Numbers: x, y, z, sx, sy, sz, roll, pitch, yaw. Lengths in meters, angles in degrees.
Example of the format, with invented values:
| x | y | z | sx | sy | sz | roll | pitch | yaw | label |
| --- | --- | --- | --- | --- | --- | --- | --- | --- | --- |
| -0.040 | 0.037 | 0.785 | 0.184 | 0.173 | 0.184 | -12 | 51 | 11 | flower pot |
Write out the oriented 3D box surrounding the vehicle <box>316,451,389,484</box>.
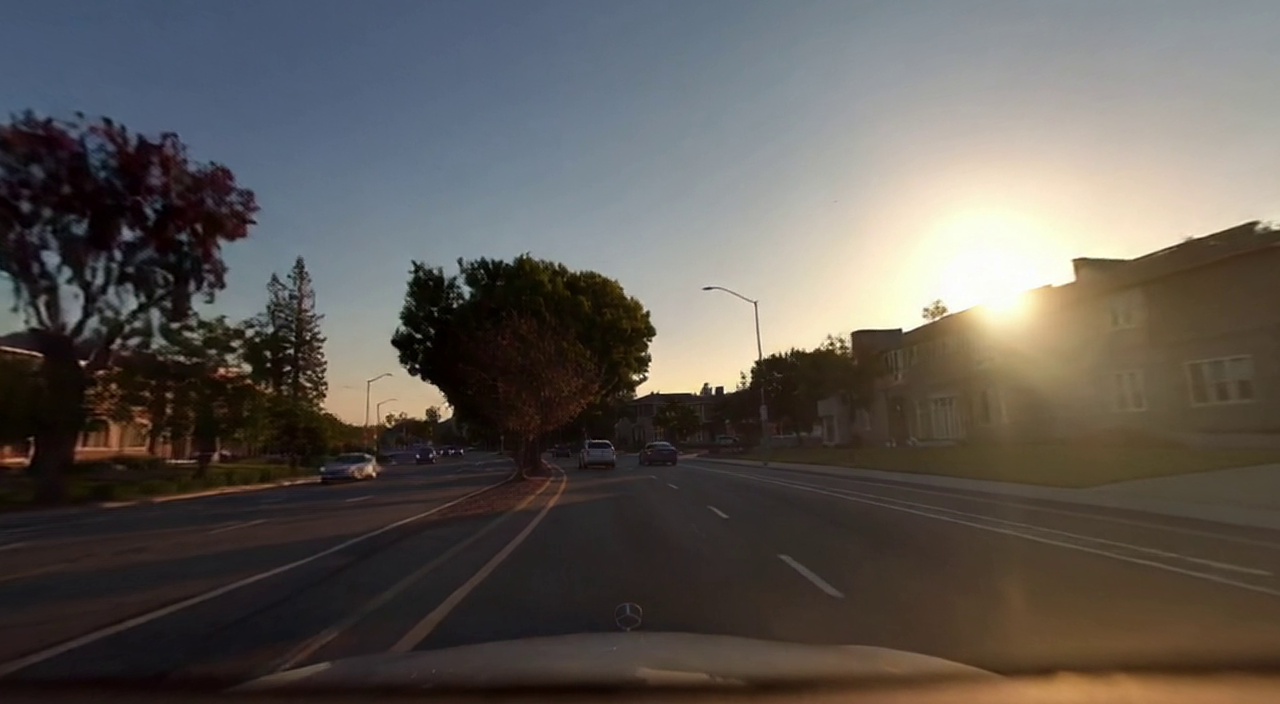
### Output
| x | y | z | sx | sy | sz | roll | pitch | yaw | label |
| --- | --- | --- | --- | --- | --- | --- | --- | --- | --- |
| -14.421 | 5.782 | 31.791 | 1.924 | 1.481 | 4.727 | 1 | -8 | -7 | vehicle |

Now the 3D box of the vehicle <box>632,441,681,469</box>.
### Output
| x | y | z | sx | sy | sz | roll | pitch | yaw | label |
| --- | --- | --- | --- | --- | --- | --- | --- | --- | --- |
| 0.864 | 5.972 | 36.525 | 1.915 | 1.495 | 4.880 | 1 | -9 | -10 | vehicle |

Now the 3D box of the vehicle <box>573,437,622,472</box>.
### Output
| x | y | z | sx | sy | sz | roll | pitch | yaw | label |
| --- | --- | --- | --- | --- | --- | --- | --- | --- | --- |
| -2.369 | 5.510 | 33.955 | 2.165 | 1.783 | 4.391 | 2 | -9 | -10 | vehicle |
